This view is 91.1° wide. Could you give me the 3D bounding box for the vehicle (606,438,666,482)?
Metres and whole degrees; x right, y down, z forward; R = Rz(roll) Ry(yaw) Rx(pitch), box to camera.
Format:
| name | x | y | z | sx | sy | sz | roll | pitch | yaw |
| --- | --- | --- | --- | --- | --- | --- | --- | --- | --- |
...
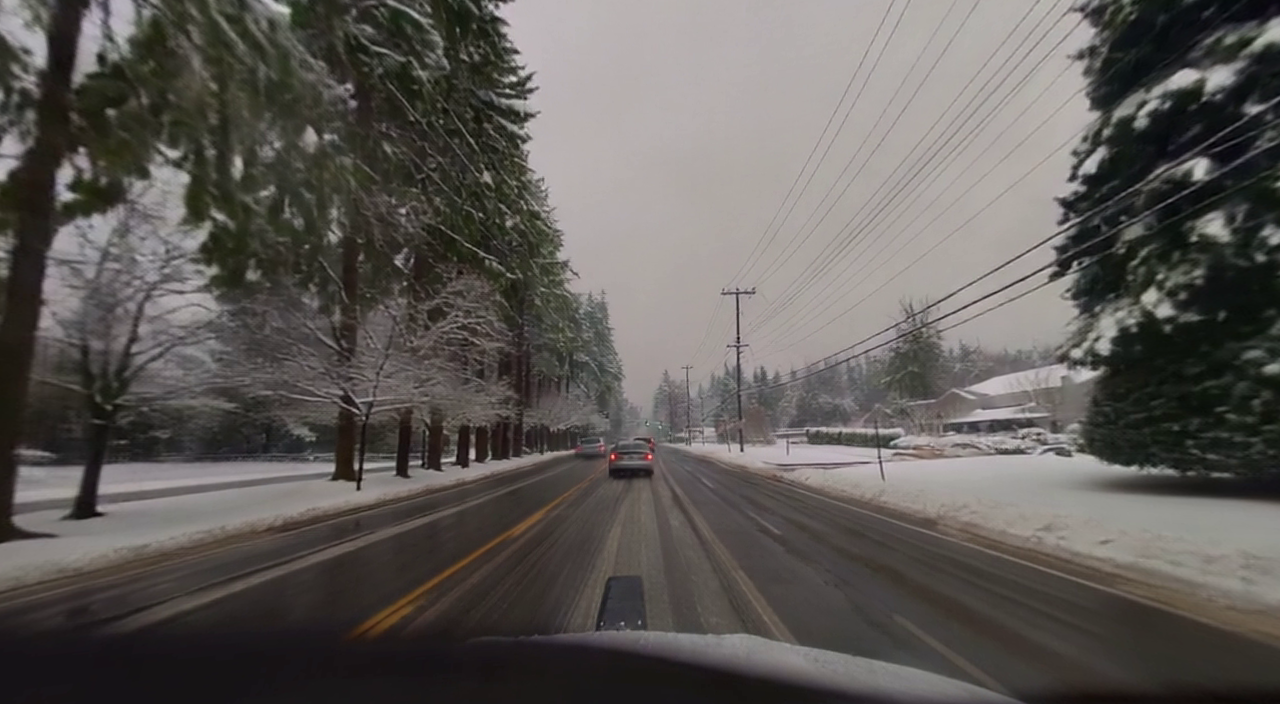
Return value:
| name | x | y | z | sx | sy | sz | roll | pitch | yaw |
| --- | --- | --- | --- | --- | --- | --- | --- | --- | --- |
| vehicle | -0.137 | 3.933 | 23.216 | 1.991 | 1.463 | 3.988 | 0 | -8 | 0 |
